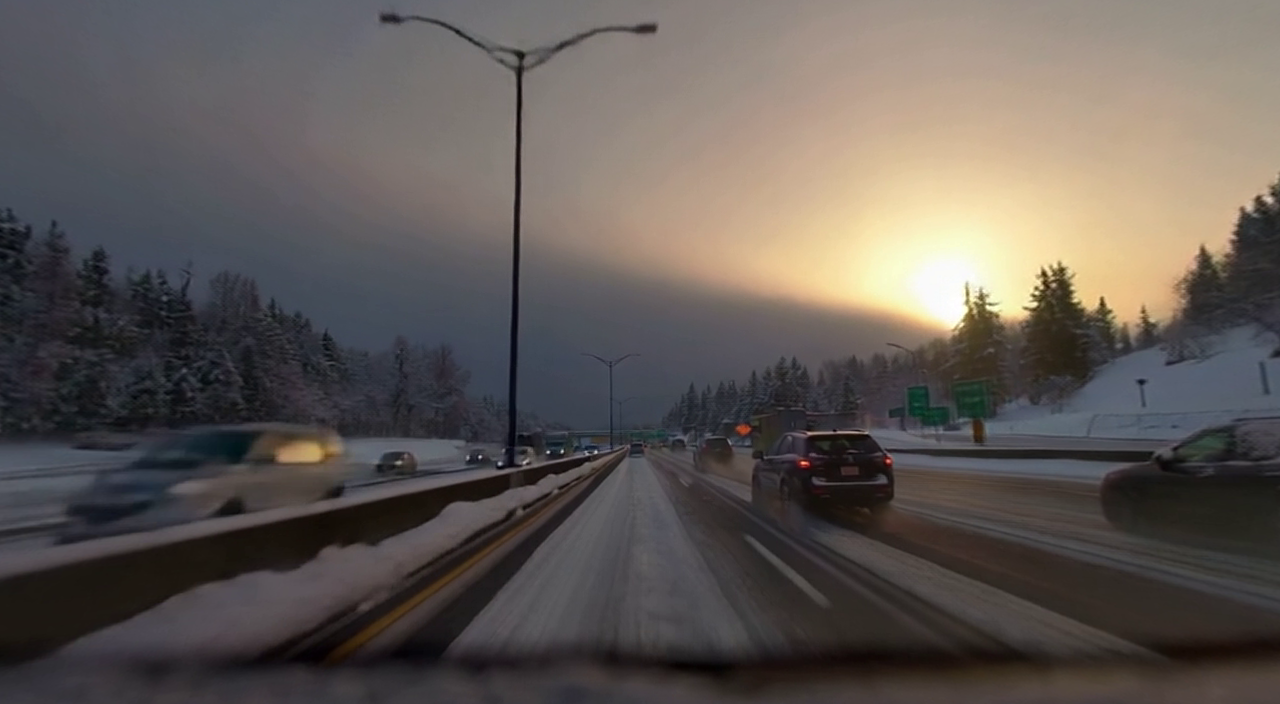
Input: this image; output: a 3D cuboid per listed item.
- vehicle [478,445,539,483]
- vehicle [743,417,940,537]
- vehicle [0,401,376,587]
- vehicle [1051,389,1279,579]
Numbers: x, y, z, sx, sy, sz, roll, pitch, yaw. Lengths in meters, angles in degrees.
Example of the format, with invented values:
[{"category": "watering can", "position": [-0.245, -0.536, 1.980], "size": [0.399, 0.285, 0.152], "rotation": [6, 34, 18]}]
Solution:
[{"category": "vehicle", "position": [-5.725, 4.919, 27.943], "size": [1.888, 1.532, 3.906], "rotation": [0, -9, 0]}, {"category": "vehicle", "position": [3.254, 2.120, 11.307], "size": [2.059, 1.711, 4.302], "rotation": [0, -9, 0]}, {"category": "vehicle", "position": [-5.632, 1.762, 8.667], "size": [2.048, 1.838, 4.587], "rotation": [0, -9, -1]}, {"category": "vehicle", "position": [7.146, 1.375, 6.784], "size": [2.040, 1.801, 4.959], "rotation": [0, -9, -1]}]
